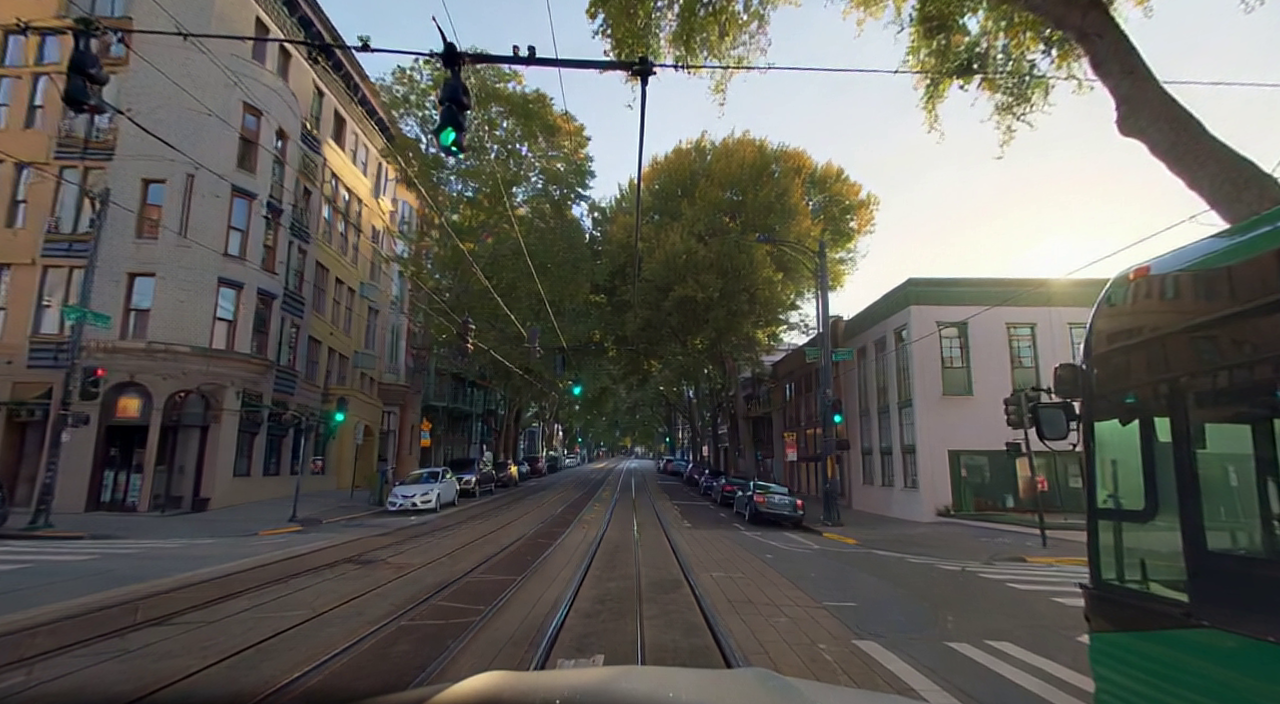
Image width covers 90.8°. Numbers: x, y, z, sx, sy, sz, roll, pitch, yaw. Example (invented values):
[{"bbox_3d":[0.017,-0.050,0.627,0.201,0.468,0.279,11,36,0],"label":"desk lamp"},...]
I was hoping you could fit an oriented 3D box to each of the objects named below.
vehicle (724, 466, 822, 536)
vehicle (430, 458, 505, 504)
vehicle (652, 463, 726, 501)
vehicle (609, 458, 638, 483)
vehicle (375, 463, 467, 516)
[{"bbox_3d":[3.848,4.389,19.107,1.929,1.723,4.134,0,-8,-2],"label":"vehicle"},{"bbox_3d":[-7.418,5.579,27.668,1.861,1.751,4.550,1,-10,2],"label":"vehicle"},{"bbox_3d":[2.344,6.325,31.024,1.984,1.571,3.404,5,-10,-33],"label":"vehicle"},{"bbox_3d":[-1.111,8.281,44.312,1.966,1.600,3.494,0,-8,0],"label":"vehicle"},{"bbox_3d":[-7.442,4.807,21.909,1.779,1.588,3.953,2,-14,-1],"label":"vehicle"}]
